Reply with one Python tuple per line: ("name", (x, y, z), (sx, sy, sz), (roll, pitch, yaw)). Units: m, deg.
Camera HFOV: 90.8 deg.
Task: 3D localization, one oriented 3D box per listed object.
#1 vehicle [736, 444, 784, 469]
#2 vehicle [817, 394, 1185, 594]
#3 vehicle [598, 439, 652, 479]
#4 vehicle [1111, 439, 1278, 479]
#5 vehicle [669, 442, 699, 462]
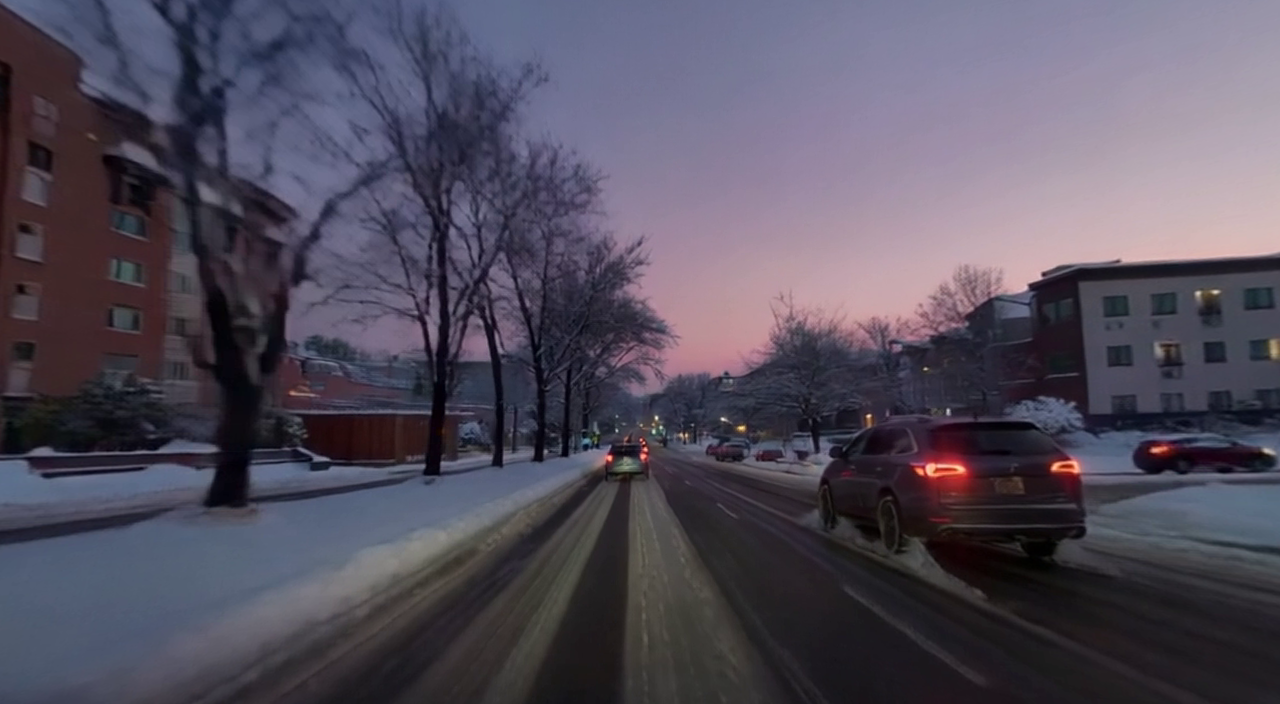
("vehicle", (7.528, 6.588, 40.068), (1.962, 1.484, 4.644), (0, -9, -2))
("vehicle", (3.720, 1.532, 7.571), (1.949, 1.723, 4.020), (0, -9, -1))
("vehicle", (-0.540, 4.276, 25.426), (2.006, 1.487, 3.535), (0, -9, 1))
("vehicle", (22.142, 4.271, 25.388), (4.692, 1.499, 2.117), (0, -9, -1))
("vehicle", (3.395, 7.832, 49.545), (1.910, 1.474, 4.003), (0, -9, -2))
